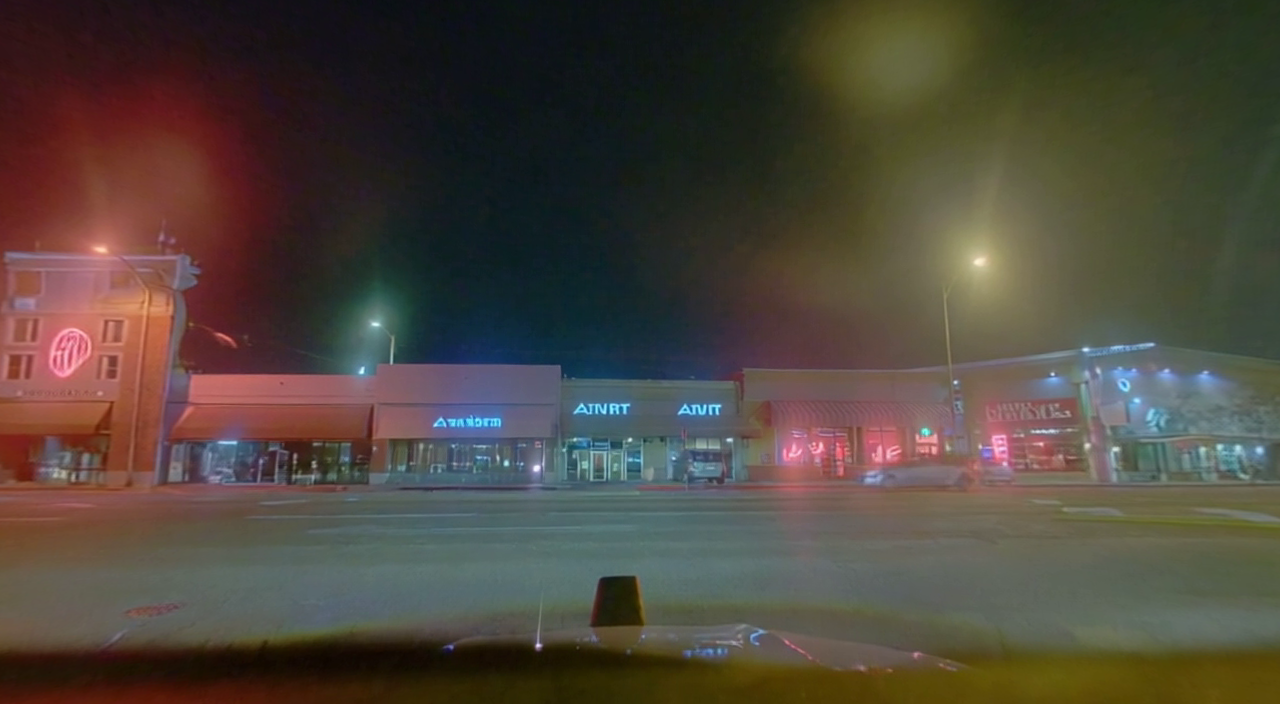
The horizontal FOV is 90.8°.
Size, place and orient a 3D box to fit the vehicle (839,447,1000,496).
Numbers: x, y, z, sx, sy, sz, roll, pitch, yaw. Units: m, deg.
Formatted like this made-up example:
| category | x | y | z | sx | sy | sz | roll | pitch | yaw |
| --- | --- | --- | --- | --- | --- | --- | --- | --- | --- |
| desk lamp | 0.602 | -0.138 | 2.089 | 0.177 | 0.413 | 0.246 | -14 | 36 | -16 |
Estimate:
| category | x | y | z | sx | sy | sz | roll | pitch | yaw |
| --- | --- | --- | --- | --- | --- | --- | --- | --- | --- |
| vehicle | 10.058 | 4.299 | 23.036 | 4.889 | 1.659 | 2.059 | 1 | -9 | -4 |

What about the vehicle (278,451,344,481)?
| category | x | y | z | sx | sy | sz | roll | pitch | yaw |
| --- | --- | --- | --- | --- | --- | --- | --- | --- | --- |
| vehicle | -20.035 | 6.868 | 38.430 | 4.596 | 1.680 | 1.936 | -8 | -11 | 41 |

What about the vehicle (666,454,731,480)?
| category | x | y | z | sx | sy | sz | roll | pitch | yaw |
| --- | --- | --- | --- | --- | --- | --- | --- | --- | --- |
| vehicle | 3.581 | 7.180 | 39.706 | 1.812 | 1.468 | 4.519 | 5 | -10 | -28 |
